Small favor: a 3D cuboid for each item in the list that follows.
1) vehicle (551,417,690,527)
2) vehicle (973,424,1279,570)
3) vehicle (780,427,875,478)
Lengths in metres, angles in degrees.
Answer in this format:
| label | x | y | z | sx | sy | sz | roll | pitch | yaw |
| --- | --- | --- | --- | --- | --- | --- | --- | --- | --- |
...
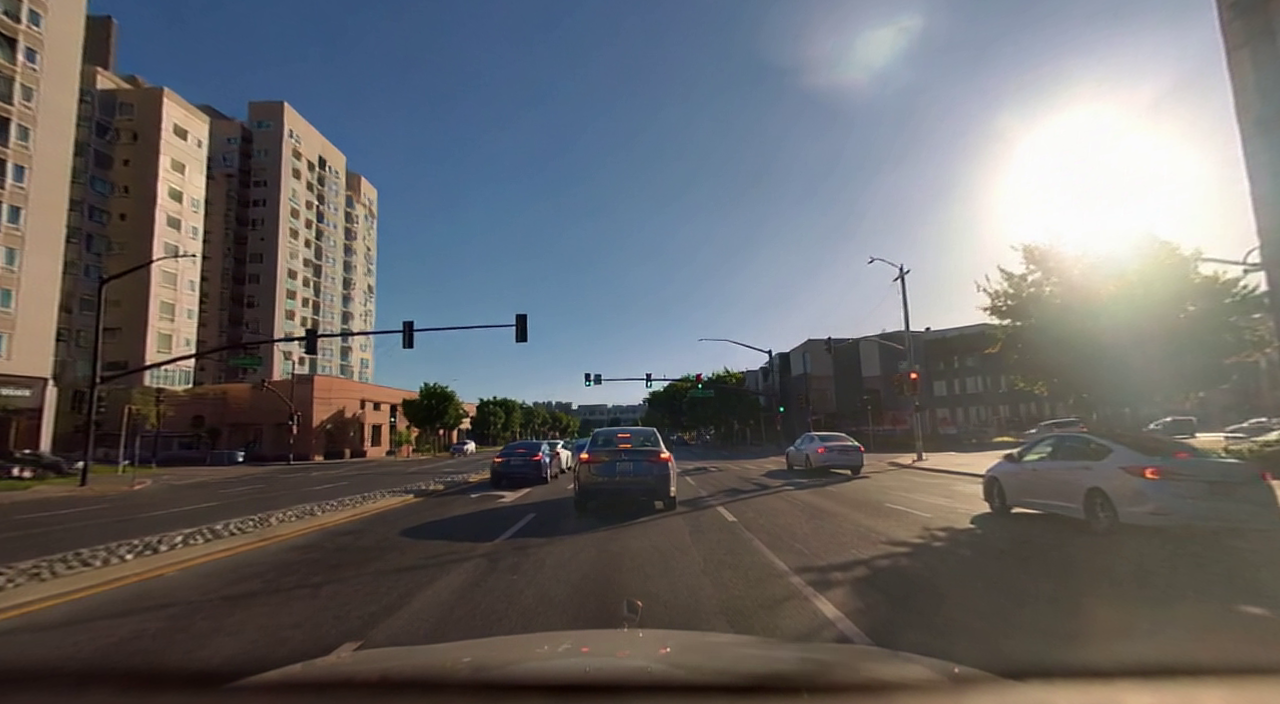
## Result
| label | x | y | z | sx | sy | sz | roll | pitch | yaw |
| --- | --- | --- | --- | --- | --- | --- | --- | --- | --- |
| vehicle | -0.303 | 2.060 | 11.304 | 2.032 | 1.593 | 3.896 | 0 | -9 | 0 |
| vehicle | 6.447 | 1.736 | 8.355 | 1.768 | 1.417 | 4.213 | 0 | -9 | 0 |
| vehicle | 6.474 | 3.549 | 22.383 | 1.963 | 1.611 | 4.359 | 0 | -9 | -1 |
